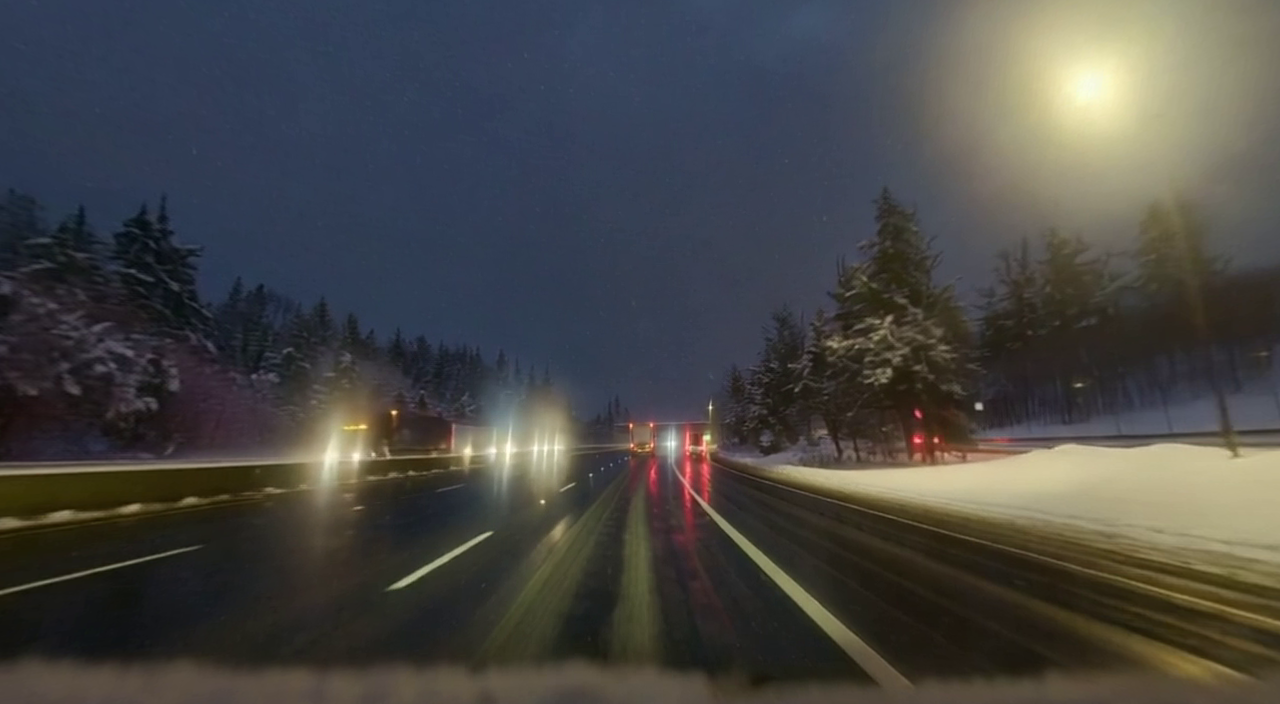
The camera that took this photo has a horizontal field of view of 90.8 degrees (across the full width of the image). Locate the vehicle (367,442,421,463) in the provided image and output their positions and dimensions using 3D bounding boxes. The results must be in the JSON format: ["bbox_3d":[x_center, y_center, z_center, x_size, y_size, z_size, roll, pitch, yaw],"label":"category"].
[{"bbox_3d":[-18.192,7.413,46.894,1.918,1.464,4.768,-1,-9,3],"label":"vehicle"}]

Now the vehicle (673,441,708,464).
[{"bbox_3d":[3.400,6.808,43.045,2.069,1.476,4.197,0,-9,0],"label":"vehicle"}]

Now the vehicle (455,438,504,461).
[{"bbox_3d":[-11.905,7.270,47.195,2.189,1.669,4.753,0,-9,2],"label":"vehicle"}]

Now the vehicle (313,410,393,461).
[{"bbox_3d":[-22.156,6.571,49.132,3.004,3.696,6.102,-1,-9,3],"label":"vehicle"}]
